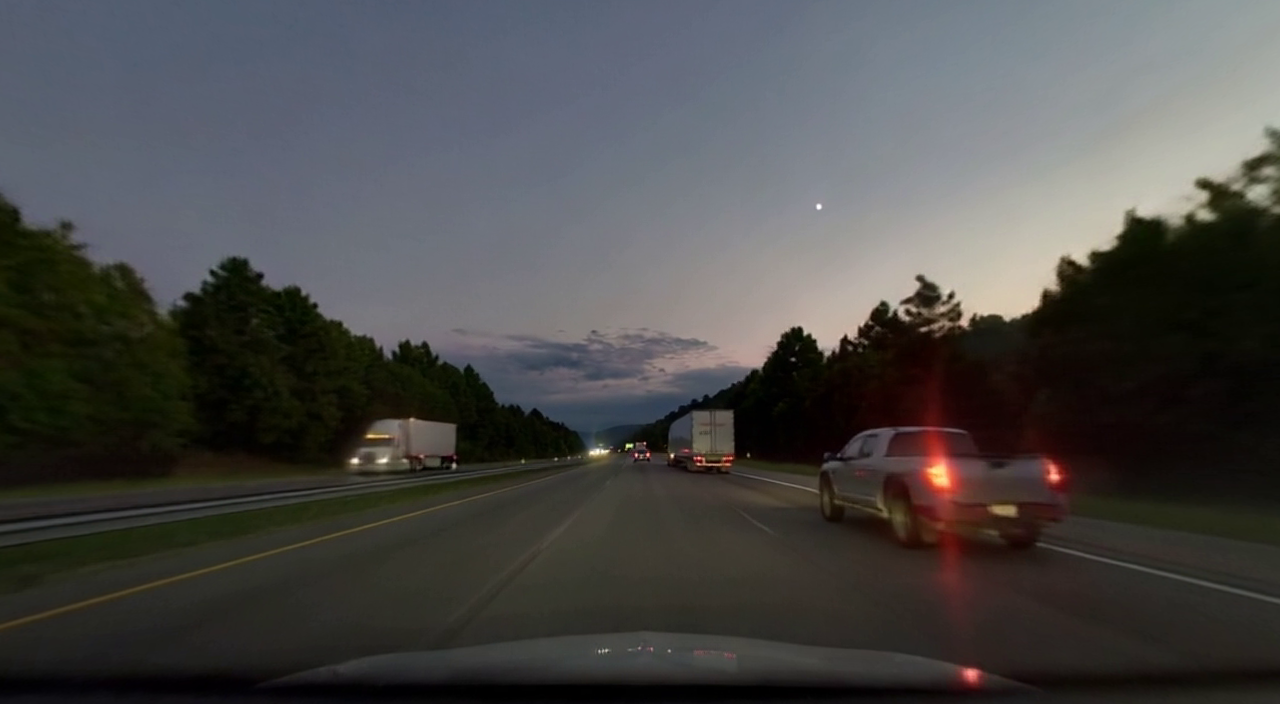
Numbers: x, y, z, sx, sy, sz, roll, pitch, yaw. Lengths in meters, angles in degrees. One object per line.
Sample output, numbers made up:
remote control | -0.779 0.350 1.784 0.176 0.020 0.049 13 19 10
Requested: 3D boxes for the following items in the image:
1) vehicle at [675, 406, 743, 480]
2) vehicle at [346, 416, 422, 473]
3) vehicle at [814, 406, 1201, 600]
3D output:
vehicle | 4.085 5.779 39.801 3.117 3.971 10.593 1 -9 0
vehicle | -18.986 6.908 47.160 2.947 3.912 5.781 1 -9 1
vehicle | 3.761 1.625 7.592 2.096 1.653 4.185 0 -9 0
